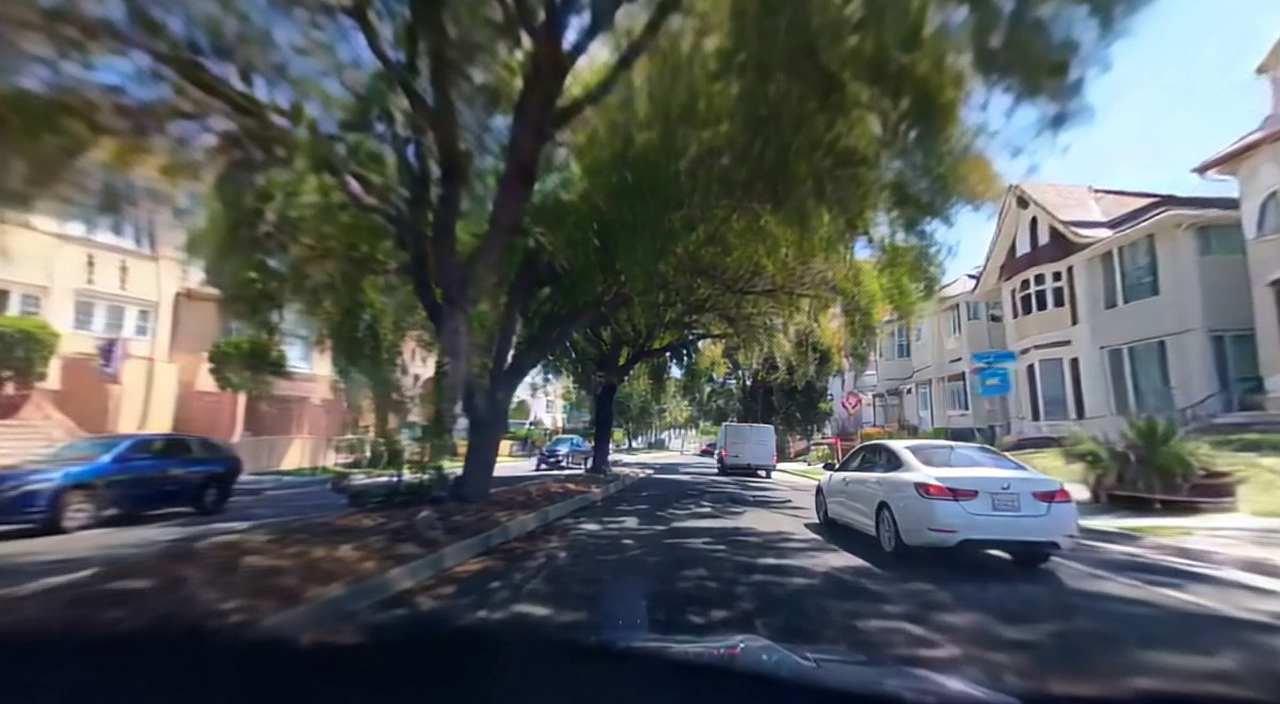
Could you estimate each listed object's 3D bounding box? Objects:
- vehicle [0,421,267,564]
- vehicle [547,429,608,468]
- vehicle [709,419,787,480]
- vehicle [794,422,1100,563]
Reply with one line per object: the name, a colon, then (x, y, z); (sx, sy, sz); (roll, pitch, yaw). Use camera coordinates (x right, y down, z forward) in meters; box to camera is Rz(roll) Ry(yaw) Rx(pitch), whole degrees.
vehicle: (-7.789, 1.795, 8.984); (2.023, 1.518, 4.388); (-2, -6, 5)
vehicle: (-3.388, 5.320, 35.088); (2.069, 1.820, 4.388); (-4, -6, 12)
vehicle: (3.809, 3.561, 23.076); (2.109, 2.002, 4.424); (0, -9, 1)
vehicle: (3.998, 1.911, 9.367); (2.096, 1.552, 4.519); (0, -9, -3)
